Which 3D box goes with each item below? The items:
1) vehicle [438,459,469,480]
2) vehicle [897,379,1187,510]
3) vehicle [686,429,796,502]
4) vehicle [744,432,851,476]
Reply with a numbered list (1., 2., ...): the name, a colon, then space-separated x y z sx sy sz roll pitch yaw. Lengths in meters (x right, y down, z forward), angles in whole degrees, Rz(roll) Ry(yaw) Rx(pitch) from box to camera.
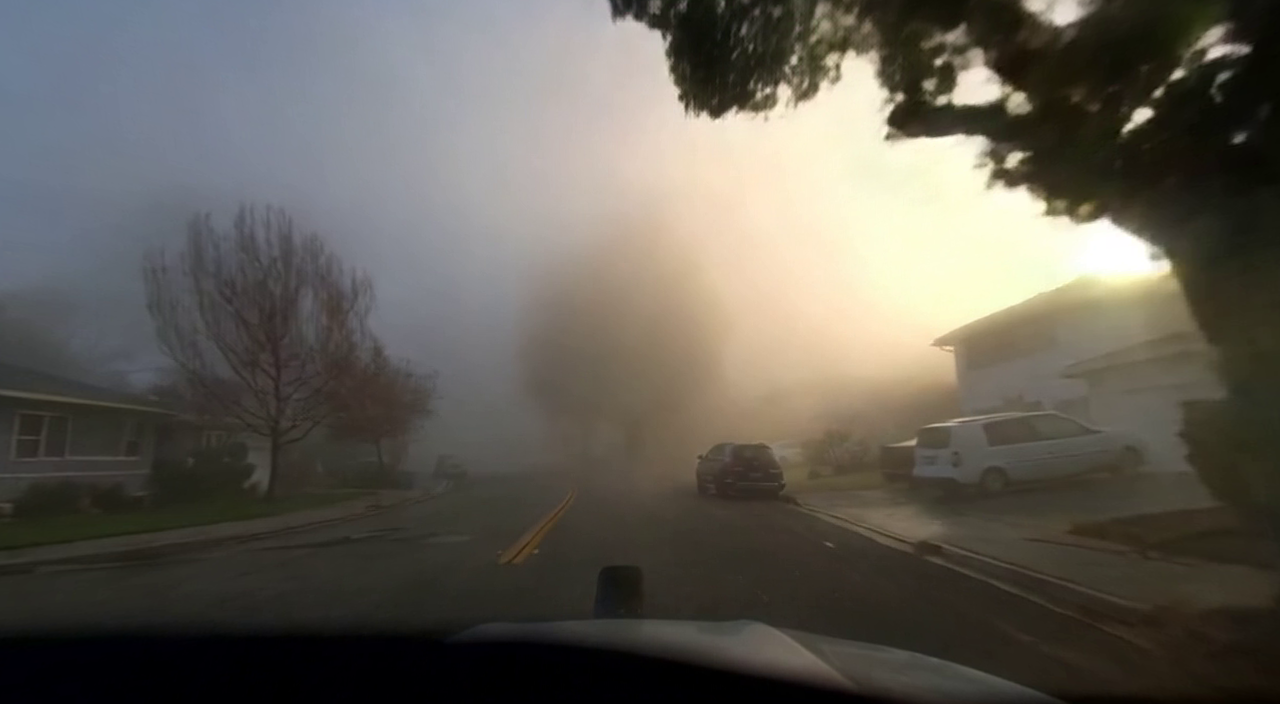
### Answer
1. vehicle: -14.100 8.848 47.695 1.902 1.434 4.313 3 -9 -20
2. vehicle: 8.761 2.049 14.163 4.801 2.139 2.164 -6 -8 -2
3. vehicle: 2.952 3.481 19.770 2.214 1.962 4.733 0 -9 -6
4. vehicle: 7.790 5.104 31.692 4.666 1.655 2.169 -6 -9 1
